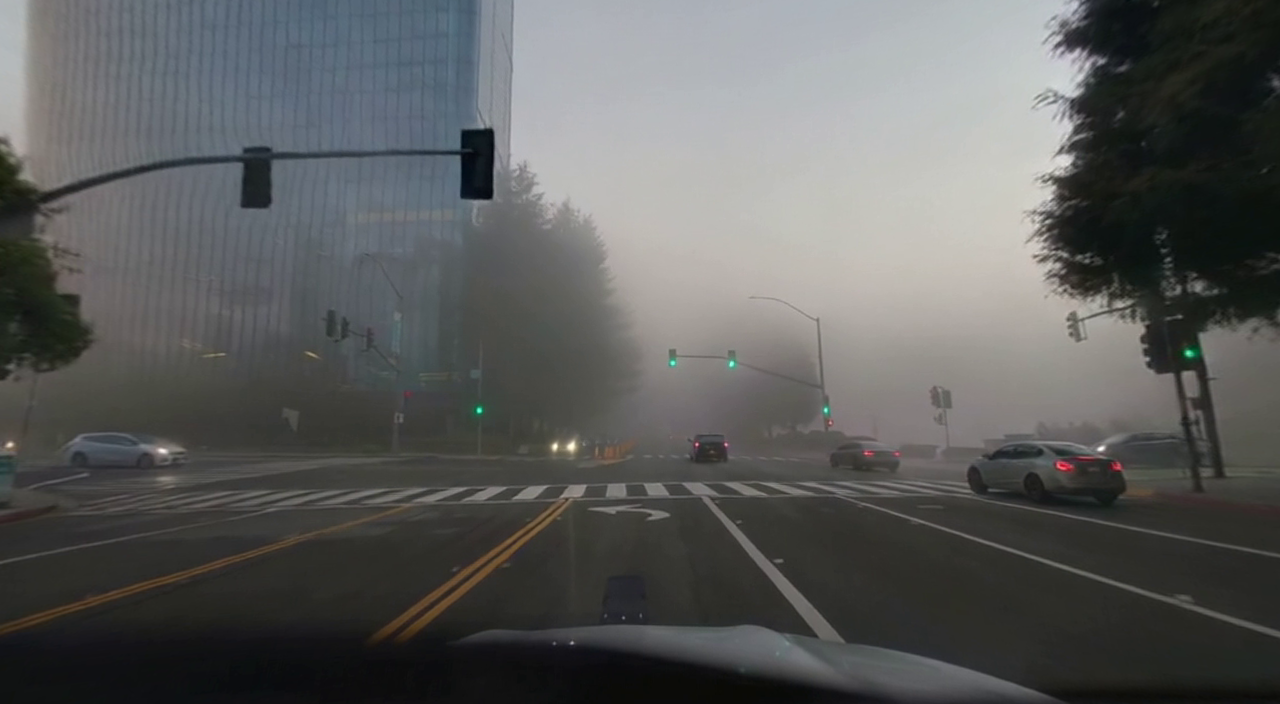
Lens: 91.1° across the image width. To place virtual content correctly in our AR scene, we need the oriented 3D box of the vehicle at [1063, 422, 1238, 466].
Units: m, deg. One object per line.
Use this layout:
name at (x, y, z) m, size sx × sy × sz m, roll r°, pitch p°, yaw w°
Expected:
vehicle at (24.203, 4.444, 29.974) m, size 6.170 × 1.978 × 2.399 m, roll 0°, pitch -10°, yaw 0°

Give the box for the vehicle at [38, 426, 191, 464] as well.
vehicle at (-22.778, 4.056, 27.349) m, size 4.856 × 1.528 × 2.053 m, roll -1°, pitch -8°, yaw 1°

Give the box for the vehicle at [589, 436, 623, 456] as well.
vehicle at (-2.506, 7.093, 47.419) m, size 2.147 × 1.481 × 4.331 m, roll 0°, pitch -8°, yaw 3°

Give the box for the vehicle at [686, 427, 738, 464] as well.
vehicle at (3.676, 4.891, 32.771) m, size 2.203 × 1.801 × 4.331 m, roll 0°, pitch -8°, yaw 1°

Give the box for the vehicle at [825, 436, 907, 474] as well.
vehicle at (9.612, 4.401, 27.064) m, size 1.860 × 1.460 × 4.379 m, roll 0°, pitch -8°, yaw -1°

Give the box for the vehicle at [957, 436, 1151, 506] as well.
vehicle at (9.917, 2.860, 15.564) m, size 1.896 × 1.463 × 4.296 m, roll 0°, pitch -8°, yaw 0°
